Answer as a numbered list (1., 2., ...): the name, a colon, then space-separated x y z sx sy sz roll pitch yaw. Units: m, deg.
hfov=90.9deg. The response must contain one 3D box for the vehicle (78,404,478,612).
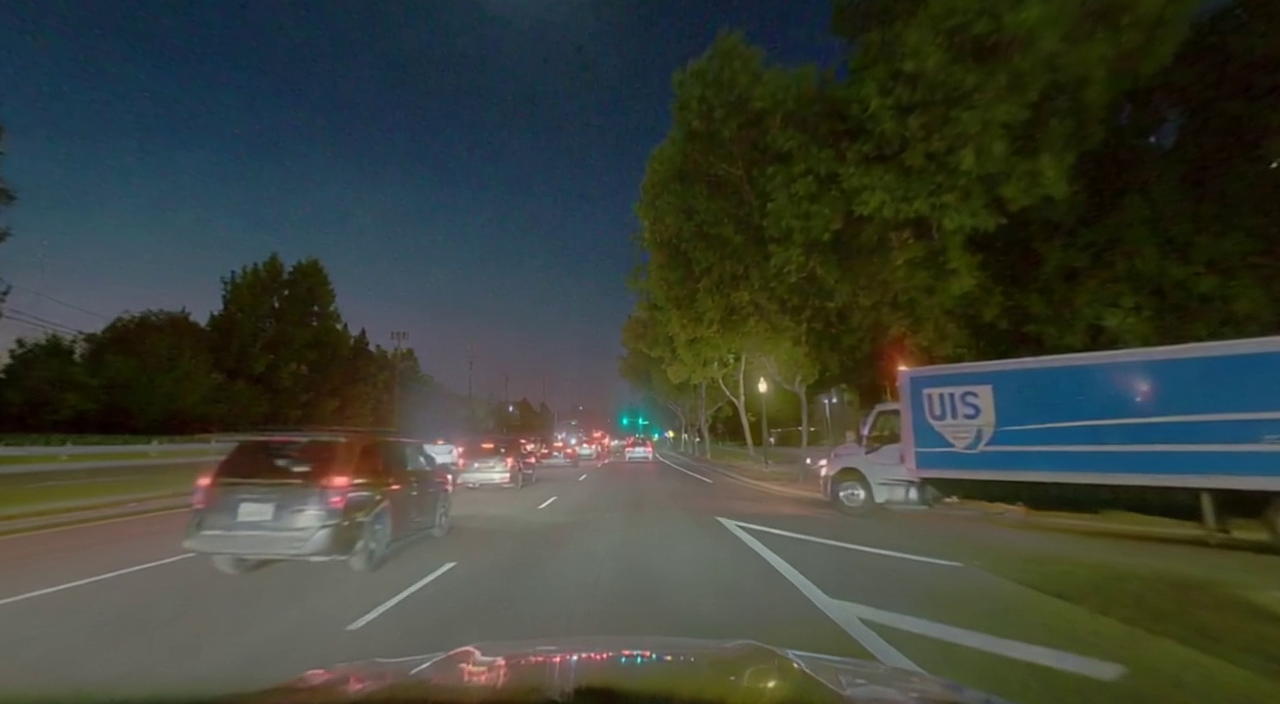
1. vehicle: -3.519 1.585 7.395 2.007 1.664 4.431 -1 -8 1

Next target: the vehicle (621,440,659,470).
1. vehicle: -0.024 5.474 33.736 1.875 1.453 3.888 0 -8 -1

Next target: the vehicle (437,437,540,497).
1. vehicle: -4.241 3.276 18.475 1.904 1.496 4.481 0 -8 0

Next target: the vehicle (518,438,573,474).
1. vehicle: -4.273 4.790 29.257 1.871 1.502 4.240 -1 -8 0

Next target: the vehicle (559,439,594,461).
1. vehicle: -4.305 6.707 43.374 1.975 1.447 4.356 -1 -8 1

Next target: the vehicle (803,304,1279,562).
1. vehicle: 7.404 1.362 10.389 3.138 3.120 8.670 7 -11 -43
